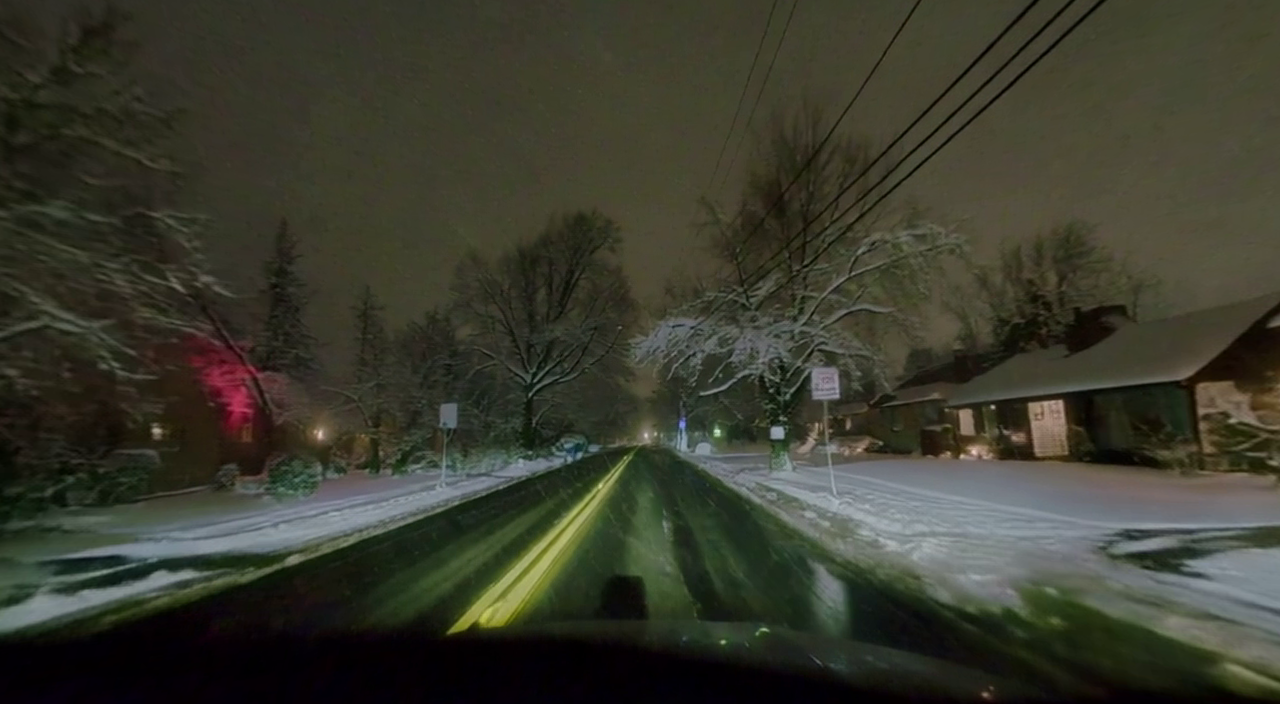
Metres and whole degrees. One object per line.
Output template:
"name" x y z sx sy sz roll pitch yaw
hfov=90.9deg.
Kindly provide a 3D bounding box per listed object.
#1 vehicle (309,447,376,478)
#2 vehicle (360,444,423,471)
"vehicle" -17.550 6.492 37.403 1.903 1.500 4.214 -3 -7 1
"vehicle" -14.667 6.254 37.503 1.830 1.495 4.641 0 -8 1
